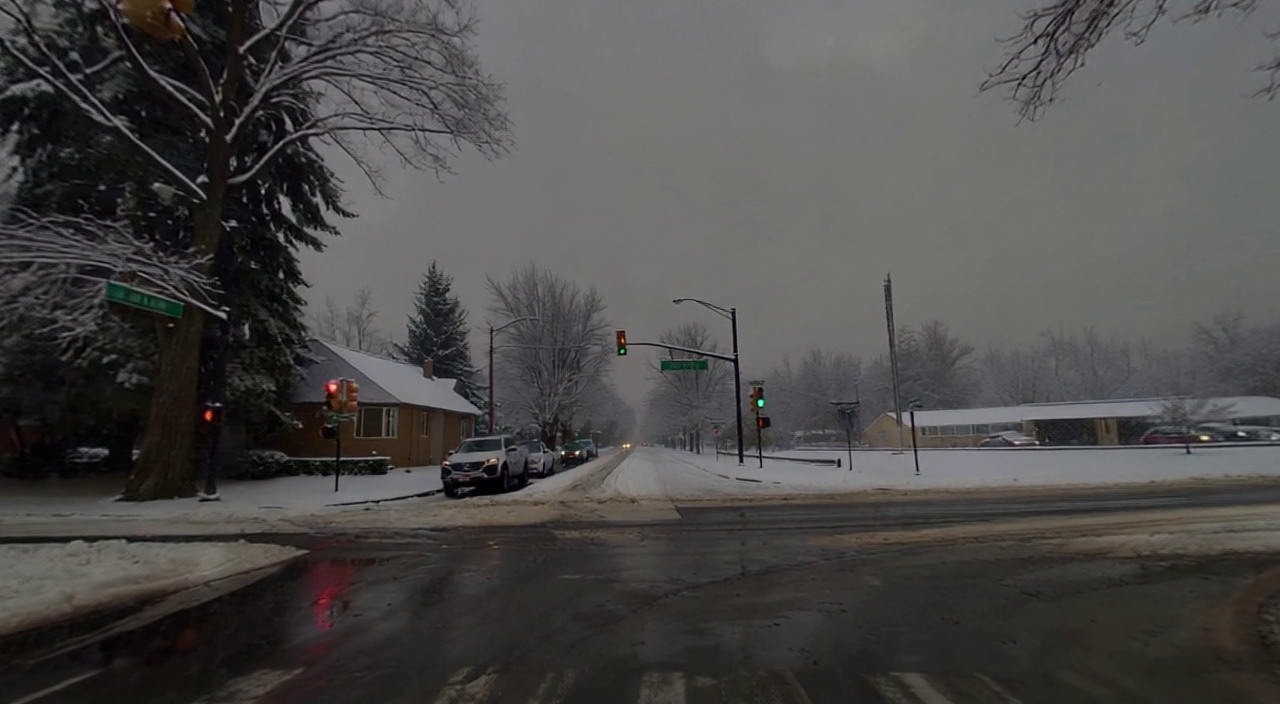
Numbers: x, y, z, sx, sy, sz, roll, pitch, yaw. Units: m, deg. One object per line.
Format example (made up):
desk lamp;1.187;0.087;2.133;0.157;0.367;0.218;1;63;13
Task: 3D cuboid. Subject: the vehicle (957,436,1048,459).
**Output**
vehicle;25.052;6.604;43.737;5.172;1.515;1.851;0;-8;-2

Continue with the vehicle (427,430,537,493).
vehicle;-6.542;4.654;27.430;2.896;2.339;7.322;0;-8;0

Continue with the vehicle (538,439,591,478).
vehicle;-3.655;5.290;31.618;2.120;1.783;4.788;0;-9;-1

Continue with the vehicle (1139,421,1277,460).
vehicle;33.283;5.207;37.134;5.969;2.149;2.331;0;-9;-3
